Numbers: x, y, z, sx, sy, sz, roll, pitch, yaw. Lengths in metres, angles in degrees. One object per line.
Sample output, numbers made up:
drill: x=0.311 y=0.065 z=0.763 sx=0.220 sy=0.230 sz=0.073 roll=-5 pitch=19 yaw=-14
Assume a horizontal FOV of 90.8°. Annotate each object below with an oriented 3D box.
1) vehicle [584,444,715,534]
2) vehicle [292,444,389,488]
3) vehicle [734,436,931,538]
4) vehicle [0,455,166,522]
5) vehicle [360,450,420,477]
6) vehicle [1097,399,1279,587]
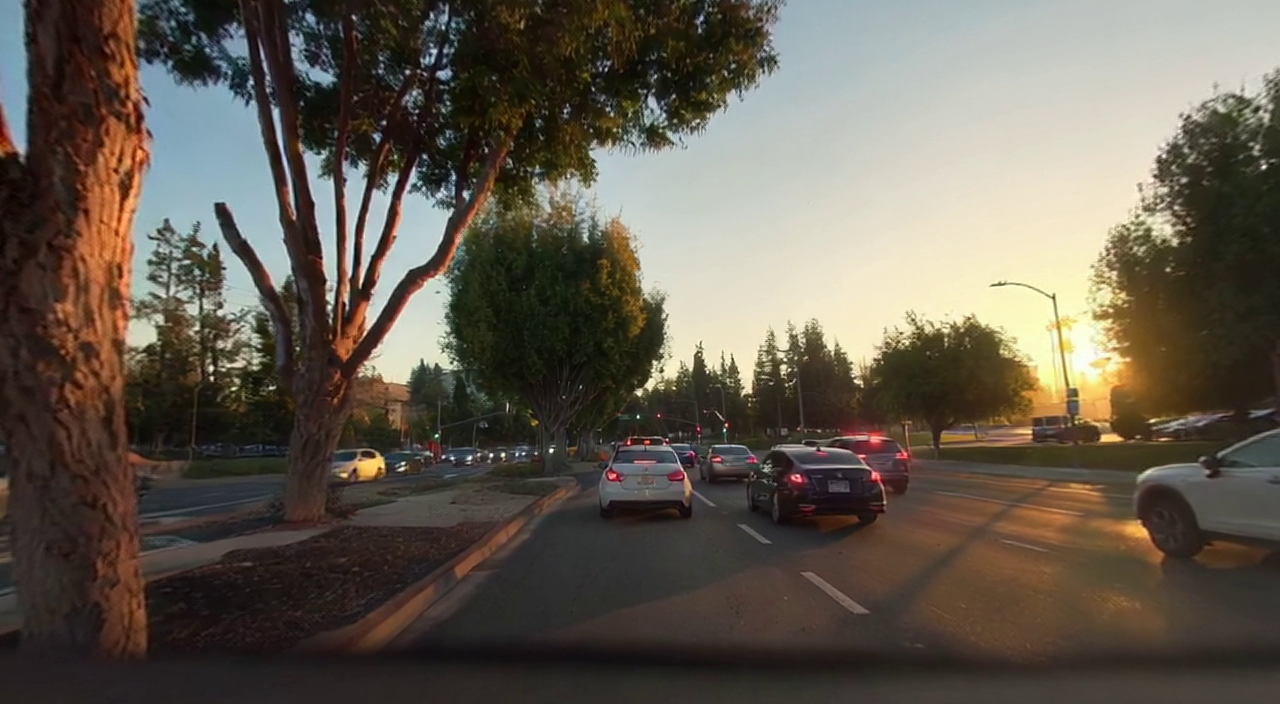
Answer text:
vehicle: x=0.092 y=2.386 z=11.673 sx=1.990 sy=1.347 sz=4.067 roll=0 pitch=-8 yaw=-2
vehicle: x=-12.361 y=4.693 z=26.425 sx=1.963 sy=1.649 sz=4.290 roll=0 pitch=-8 yaw=0
vehicle: x=3.151 y=2.317 z=11.640 sx=1.970 sy=1.445 sz=4.974 roll=0 pitch=-8 yaw=-1
vehicle: x=-15.340 y=3.580 z=17.078 sx=1.776 sy=1.480 sz=4.236 roll=0 pitch=-8 yaw=-1
vehicle: x=-14.895 y=6.645 z=37.955 sx=2.018 sy=1.469 sz=4.916 roll=1 pitch=-9 yaw=-5
vehicle: x=6.937 y=1.317 z=5.908 sx=1.987 sy=1.730 sz=4.373 roll=0 pitch=-8 yaw=-1
